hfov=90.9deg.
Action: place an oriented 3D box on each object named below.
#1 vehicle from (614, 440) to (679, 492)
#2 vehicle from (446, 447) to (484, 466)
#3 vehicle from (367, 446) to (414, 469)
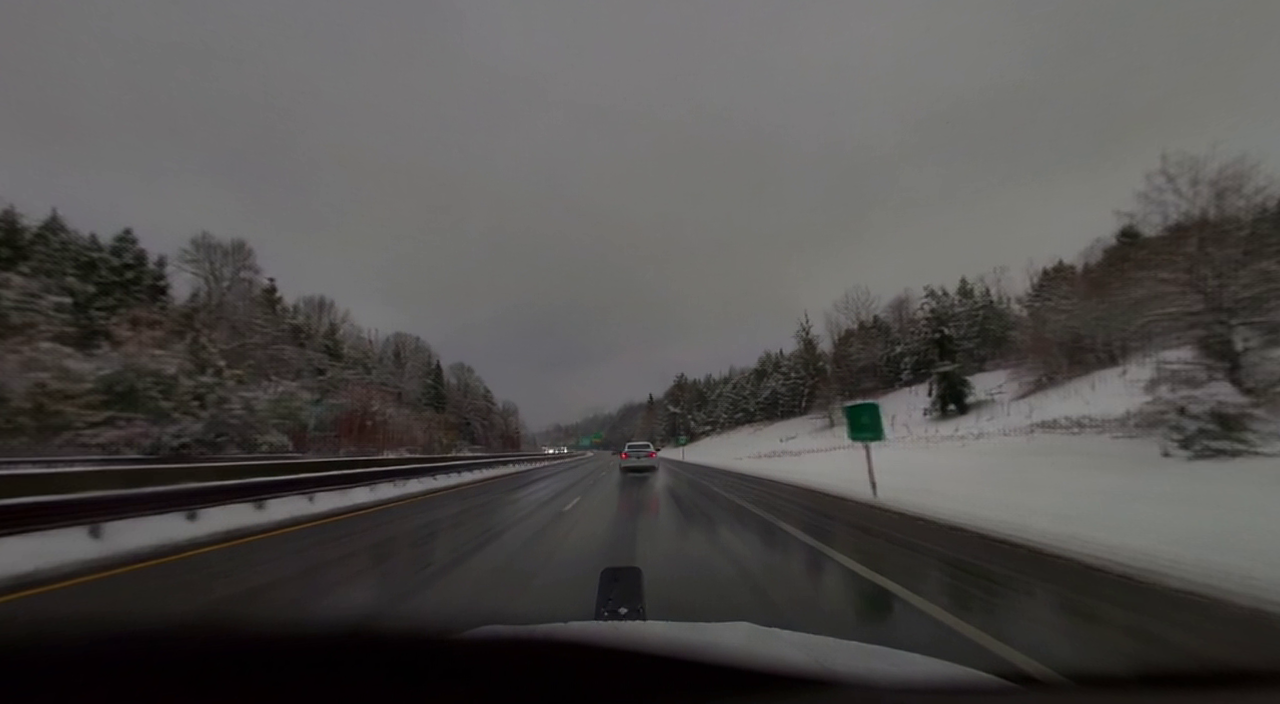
[{"bbox_3d":[0.239,4.101,23.072,2.135,1.686,4.517,0,-9,0],"label":"vehicle"},{"bbox_3d":[-13.764,8.239,49.862,1.875,1.457,3.773,0,-9,1],"label":"vehicle"},{"bbox_3d":[-17.378,7.357,44.110,1.727,1.481,3.726,0,-9,0],"label":"vehicle"}]
